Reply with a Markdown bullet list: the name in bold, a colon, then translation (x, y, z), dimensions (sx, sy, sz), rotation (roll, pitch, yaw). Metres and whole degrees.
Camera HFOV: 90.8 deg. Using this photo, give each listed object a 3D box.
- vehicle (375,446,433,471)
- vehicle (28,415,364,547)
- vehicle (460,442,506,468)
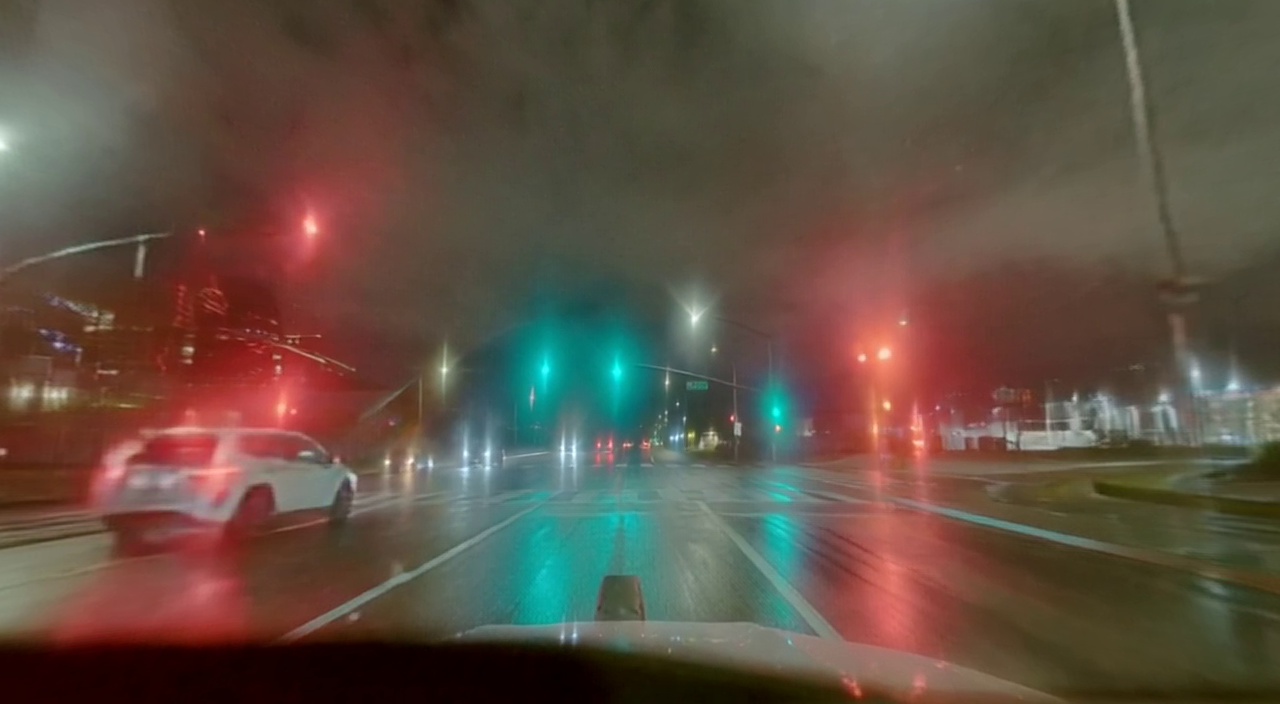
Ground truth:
- **vehicle**: translation (-14.542, 6.581, 39.157), dimensions (1.847, 1.453, 4.286), rotation (0, -9, 2)
- **vehicle**: translation (-6.864, 2.040, 10.627), dimensions (2.262, 1.708, 4.466), rotation (0, -9, 2)
- **vehicle**: translation (-10.787, 7.093, 43.679), dimensions (1.893, 1.654, 4.127), rotation (0, -9, 2)
